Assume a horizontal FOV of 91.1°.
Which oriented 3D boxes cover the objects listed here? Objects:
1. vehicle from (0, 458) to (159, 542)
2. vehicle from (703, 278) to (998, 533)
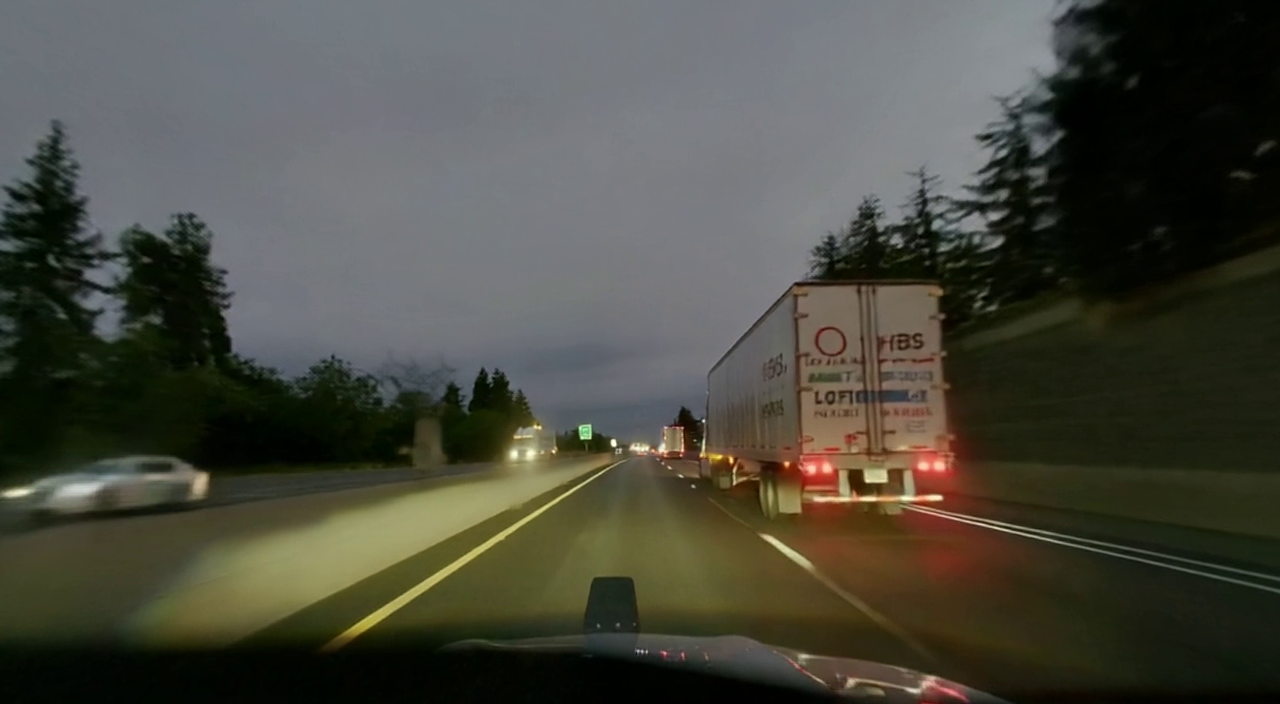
[{"bbox_3d":[-12.571,2.972,13.056,1.831,1.460,4.183,0,-9,-1],"label":"vehicle"},{"bbox_3d":[3.990,1.890,16.998,2.926,4.060,14.068,0,-9,-1],"label":"vehicle"}]
